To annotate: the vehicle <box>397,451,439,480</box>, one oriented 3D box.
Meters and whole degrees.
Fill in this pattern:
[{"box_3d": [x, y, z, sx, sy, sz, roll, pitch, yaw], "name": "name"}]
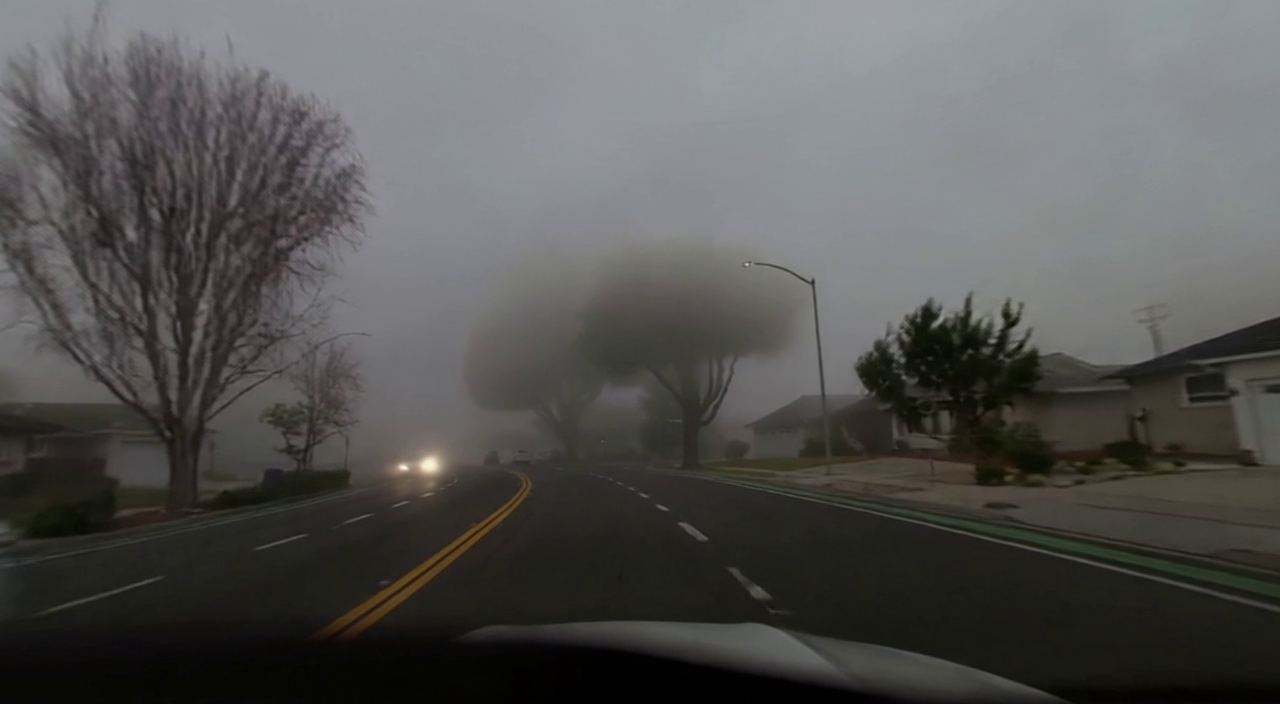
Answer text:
[{"box_3d": [-13.966, 7.129, 39.865, 2.125, 1.592, 4.616, 2, -9, -16], "name": "vehicle"}]
